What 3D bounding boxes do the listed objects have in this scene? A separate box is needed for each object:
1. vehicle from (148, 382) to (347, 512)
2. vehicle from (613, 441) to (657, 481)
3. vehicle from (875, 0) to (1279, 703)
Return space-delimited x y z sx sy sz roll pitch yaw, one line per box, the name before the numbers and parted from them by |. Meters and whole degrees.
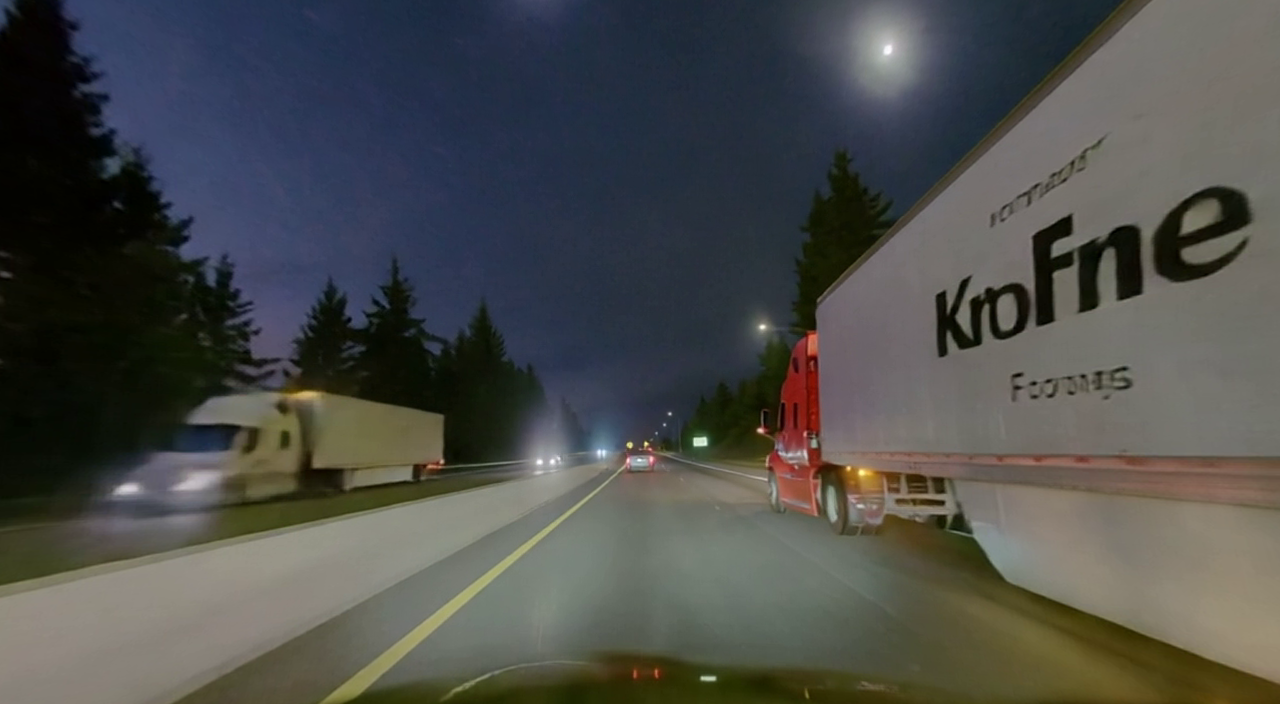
vehicle | -13.444 3.360 22.392 3.008 3.963 5.909 0 -9 0
vehicle | -0.235 5.474 31.905 2.105 1.865 4.102 0 -9 0
vehicle | 4.283 -0.536 0.779 3.030 3.985 12.707 0 -9 0
